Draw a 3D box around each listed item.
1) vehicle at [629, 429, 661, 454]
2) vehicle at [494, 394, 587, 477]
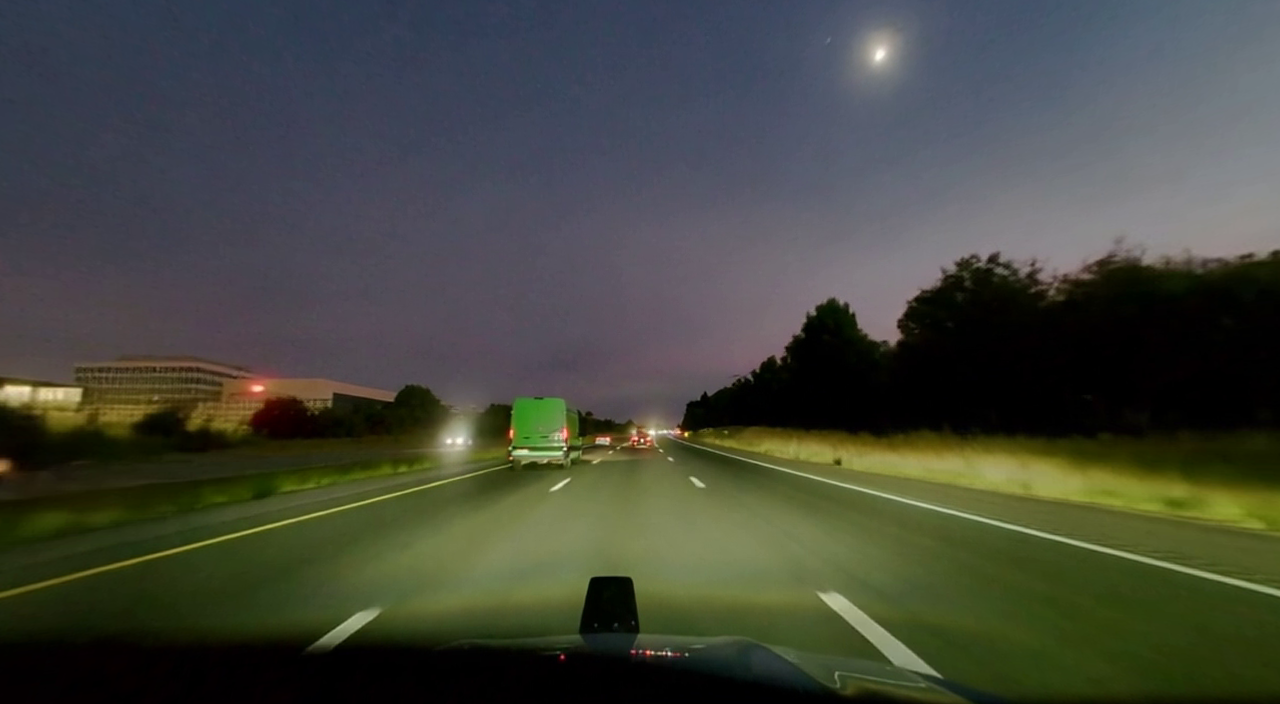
[{"bbox_3d":[0.311,6.268,44.154,2.104,1.646,4.176,0,-8,0],"label":"vehicle"},{"bbox_3d":[-3.349,2.999,22.653,2.424,2.577,5.828,0,-8,0],"label":"vehicle"}]
